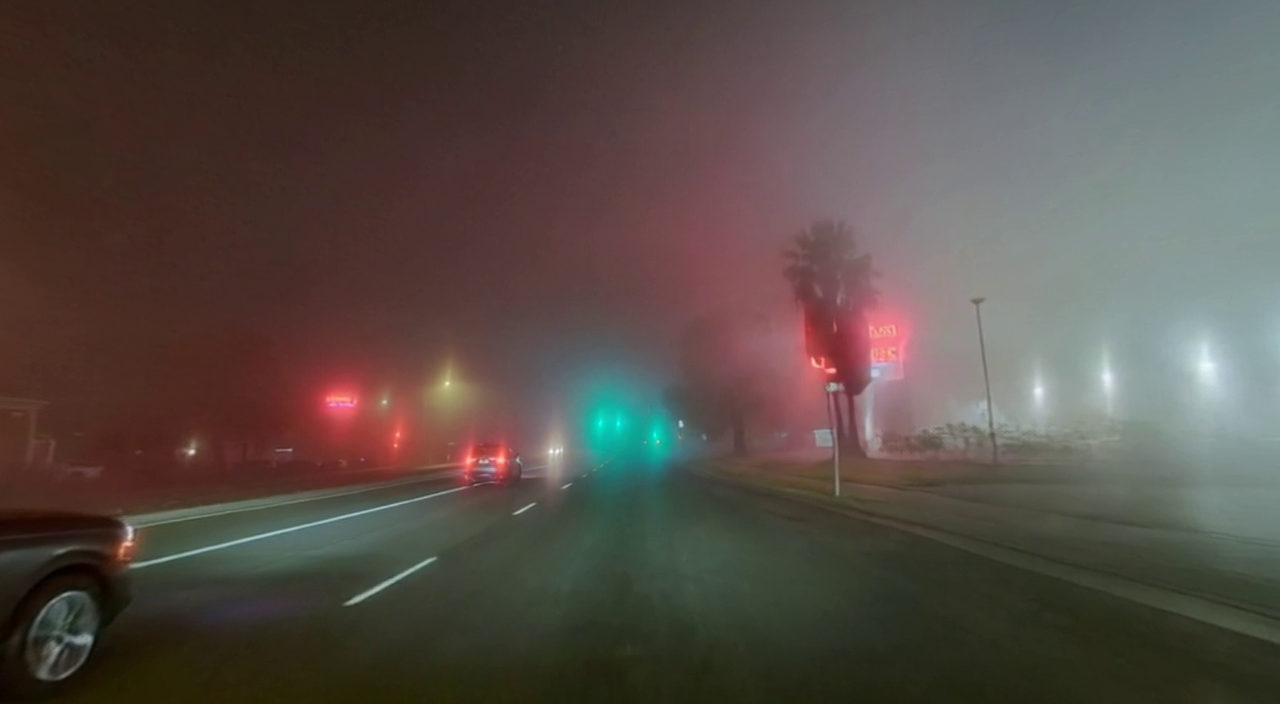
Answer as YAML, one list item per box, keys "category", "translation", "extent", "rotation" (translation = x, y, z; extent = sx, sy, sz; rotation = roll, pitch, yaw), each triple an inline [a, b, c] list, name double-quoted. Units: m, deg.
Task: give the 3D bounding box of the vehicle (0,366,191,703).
- category: "vehicle"
  translation: [-3.850, 0.762, 1.810]
  extent: [2.041, 1.666, 4.182]
  rotation: [0, -8, -1]

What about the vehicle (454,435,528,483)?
- category: "vehicle"
  translation: [-6.199, 4.501, 26.731]
  extent: [2.136, 1.844, 4.363]
  rotation: [0, -8, -1]
